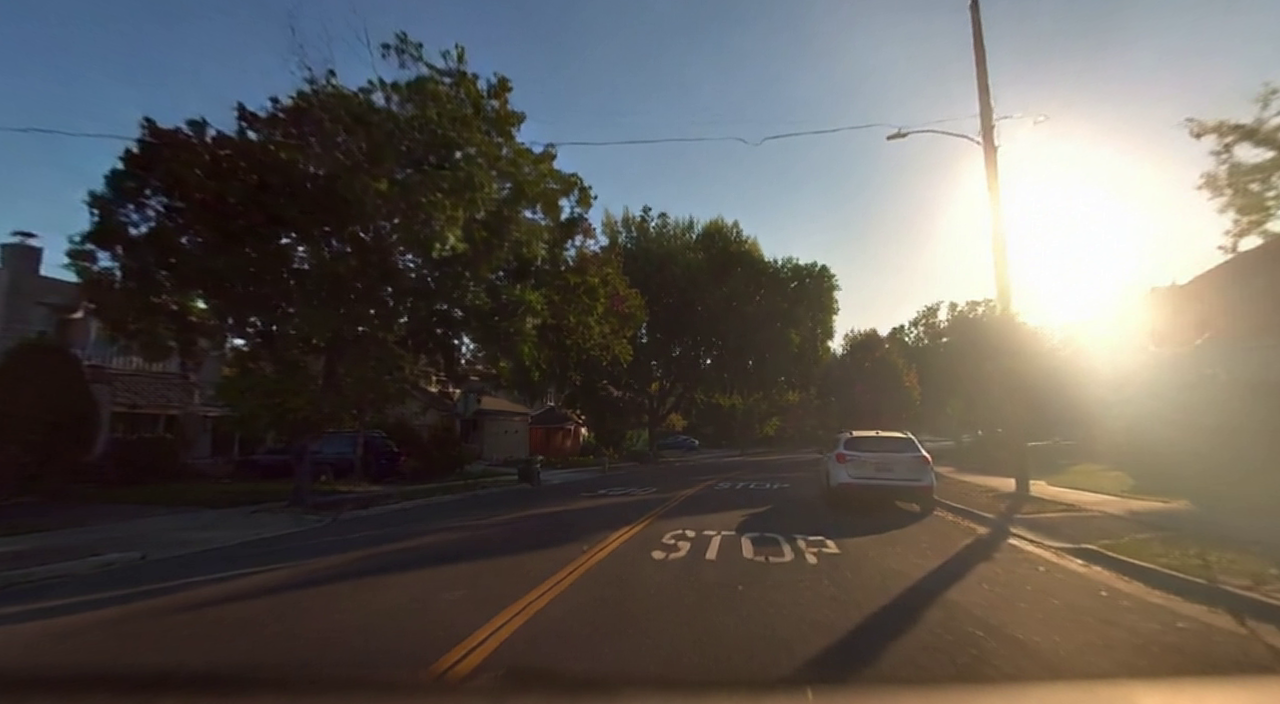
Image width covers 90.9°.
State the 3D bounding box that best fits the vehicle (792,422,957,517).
[{"bbox_3d":[4.720,2.434,13.619,2.692,1.649,4.689,-2,-9,13],"label":"vehicle"}]
